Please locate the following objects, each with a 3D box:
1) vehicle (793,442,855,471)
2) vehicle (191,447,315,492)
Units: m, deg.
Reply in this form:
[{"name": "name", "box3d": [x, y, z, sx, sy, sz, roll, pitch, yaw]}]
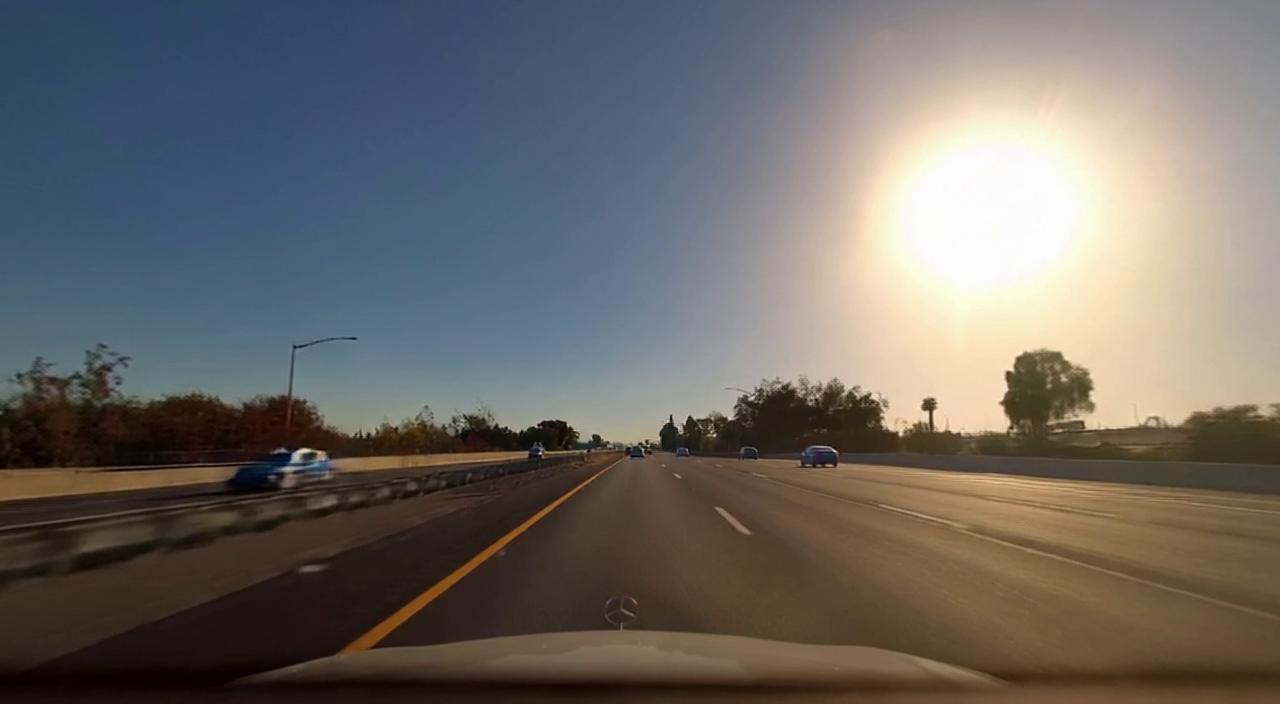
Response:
[{"name": "vehicle", "box3d": [10.637, 6.070, 36.954, 2.024, 1.481, 4.747, 1, -8, -2]}, {"name": "vehicle", "box3d": [-13.969, 4.219, 23.135, 1.981, 1.425, 4.147, 1, -8, -1]}]
